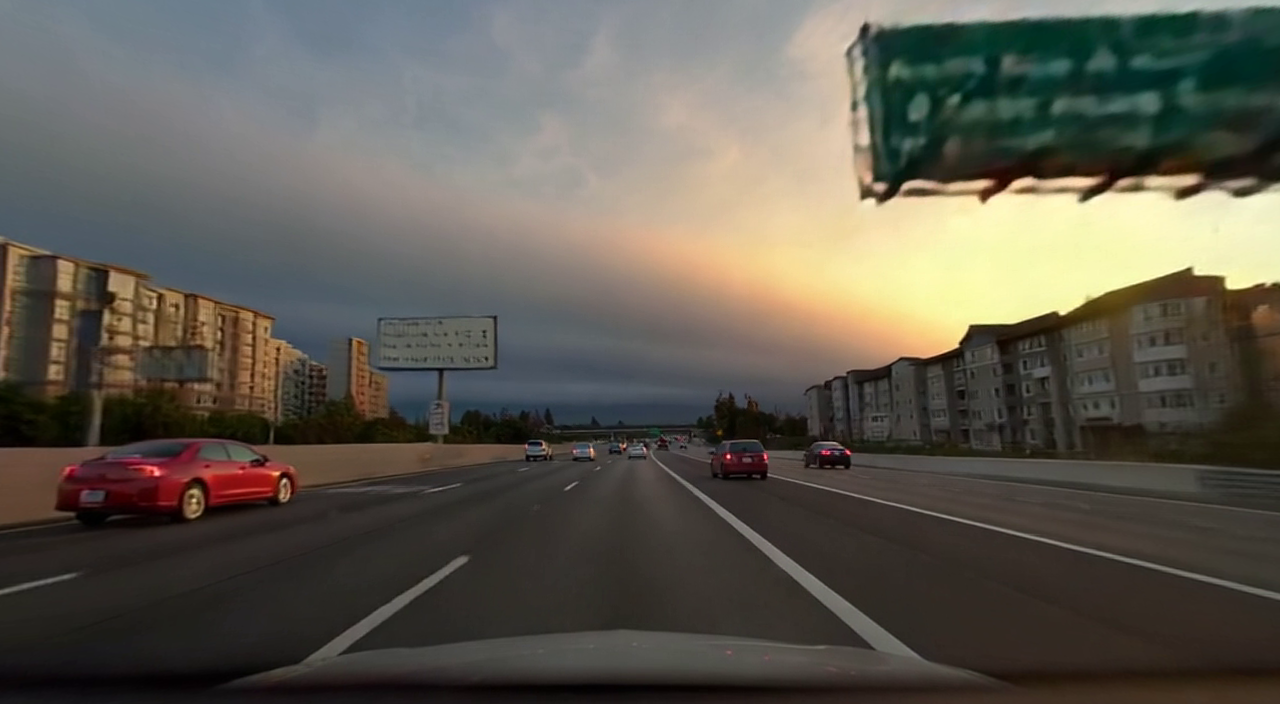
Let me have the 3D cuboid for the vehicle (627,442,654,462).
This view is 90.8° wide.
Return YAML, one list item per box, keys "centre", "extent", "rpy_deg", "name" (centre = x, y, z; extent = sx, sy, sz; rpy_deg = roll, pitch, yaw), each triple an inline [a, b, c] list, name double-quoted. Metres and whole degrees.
- centre: [0.015, 7.572, 48.026]
  extent: [1.992, 1.431, 4.055]
  rpy_deg: [0, -9, -1]
  name: "vehicle"

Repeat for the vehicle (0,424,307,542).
- centre: [-7.718, 2.022, 10.389]
  extent: [2.021, 1.496, 4.495]
  rpy_deg: [0, -9, 0]
  name: "vehicle"

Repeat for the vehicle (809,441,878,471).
- centre: [10.591, 5.427, 33.228]
  extent: [2.061, 1.459, 4.273]
  rpy_deg: [0, -9, -2]
  name: "vehicle"

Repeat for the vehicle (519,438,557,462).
- centre: [-7.712, 7.441, 48.210]
  extent: [2.057, 1.733, 4.589]
  rpy_deg: [0, -9, 1]
  name: "vehicle"

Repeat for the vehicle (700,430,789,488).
- centre: [3.320, 3.514, 20.987]
  extent: [2.080, 1.694, 4.286]
  rpy_deg: [0, -9, -2]
  name: "vehicle"

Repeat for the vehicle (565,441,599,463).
- centre: [-3.995, 6.988, 44.254]
  extent: [2.002, 1.466, 4.378]
  rpy_deg: [0, -9, 0]
  name: "vehicle"
